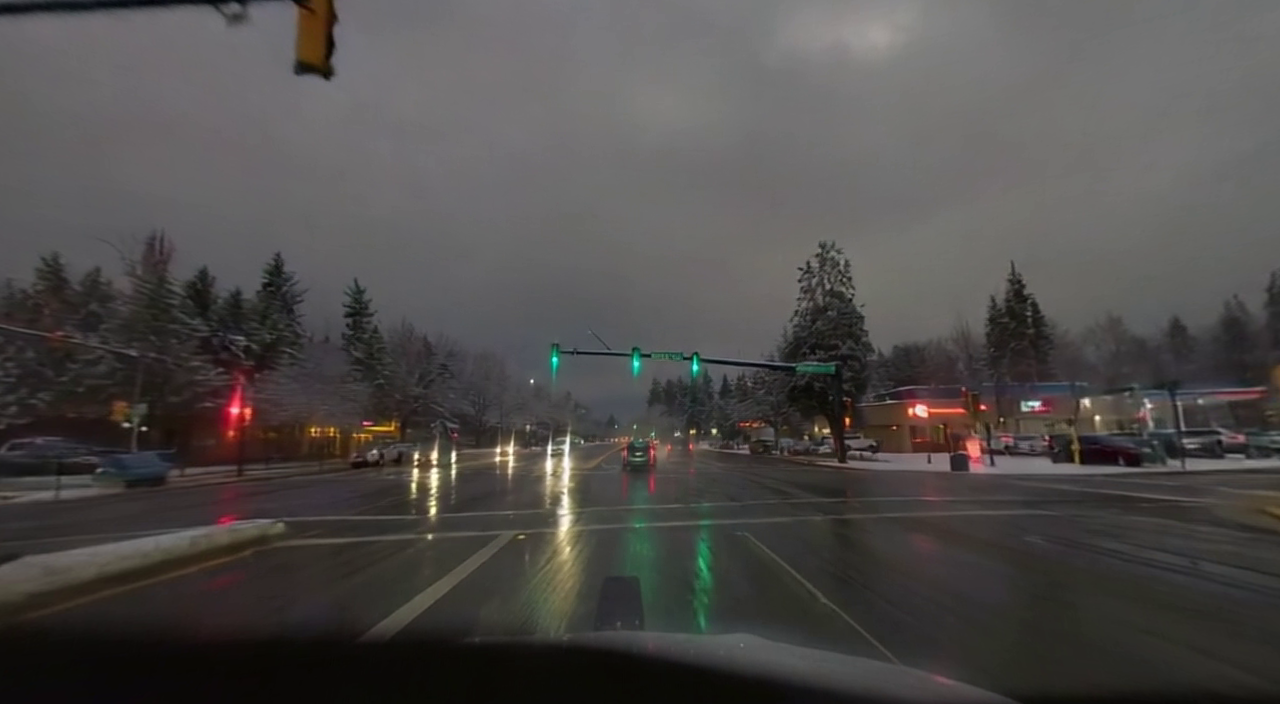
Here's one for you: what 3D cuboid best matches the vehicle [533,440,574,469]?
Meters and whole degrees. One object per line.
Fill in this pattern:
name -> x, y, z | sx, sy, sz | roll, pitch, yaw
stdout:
vehicle -> -5.158, 6.160, 37.943 | 1.844, 1.534, 3.831 | -3, -8, 0

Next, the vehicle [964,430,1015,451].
vehicle -> 26.936, 6.839, 48.423 | 4.587, 1.548, 1.998 | 8, -12, -42

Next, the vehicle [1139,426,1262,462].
vehicle -> 29.808, 4.901, 33.589 | 1.958, 1.759, 4.517 | 7, -11, -38

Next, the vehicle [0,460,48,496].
vehicle -> -28.163, 5.599, 28.261 | 1.953, 1.415, 4.553 | 7, -11, -40

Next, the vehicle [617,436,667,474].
vehicle -> 0.052, 4.659, 28.699 | 2.145, 1.572, 4.021 | 0, -8, -1

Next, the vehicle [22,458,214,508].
vehicle -> -18.845, 4.732, 23.263 | 2.311, 1.485, 5.817 | 0, -8, -2

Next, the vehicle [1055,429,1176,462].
vehicle -> 25.813, 5.114, 34.327 | 1.941, 1.641, 4.829 | 7, -11, -39
